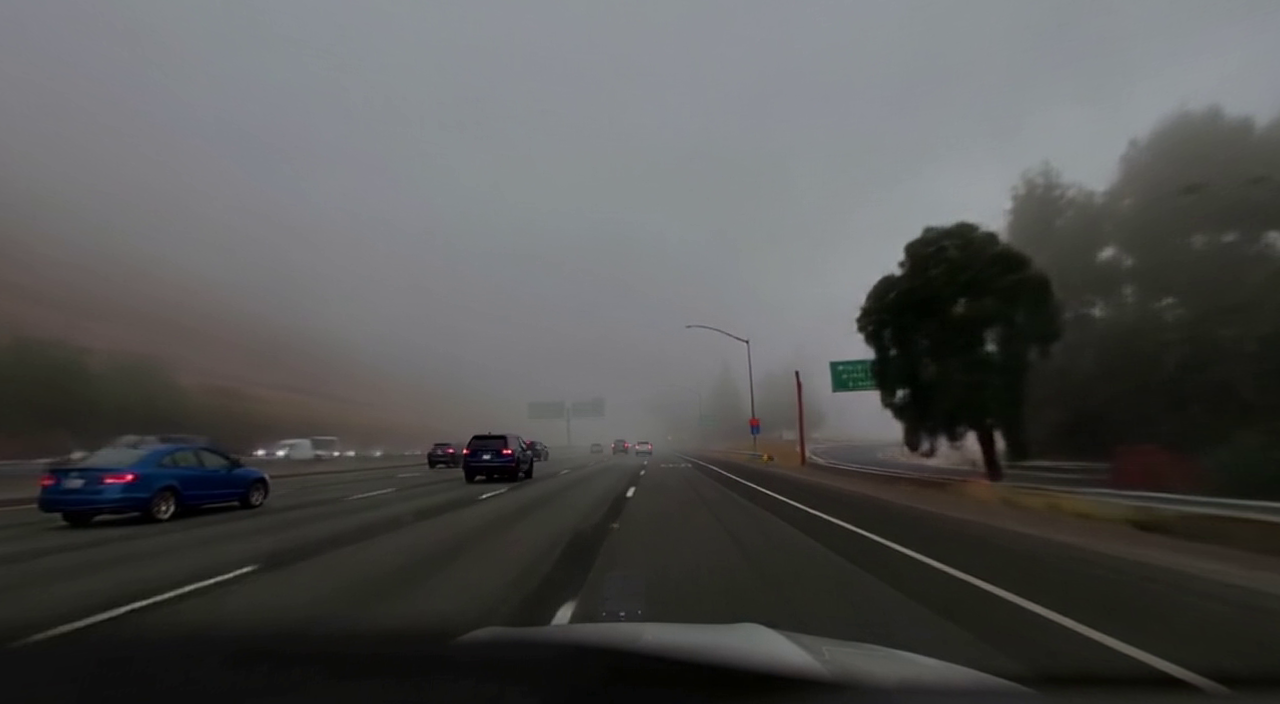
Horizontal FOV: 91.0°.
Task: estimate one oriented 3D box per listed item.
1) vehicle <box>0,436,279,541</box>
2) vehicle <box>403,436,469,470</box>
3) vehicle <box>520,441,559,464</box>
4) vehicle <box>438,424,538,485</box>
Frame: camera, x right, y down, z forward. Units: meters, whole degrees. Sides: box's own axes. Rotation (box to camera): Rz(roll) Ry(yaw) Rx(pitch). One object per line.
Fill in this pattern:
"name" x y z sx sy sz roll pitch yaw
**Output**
"vehicle" -9.232 2.371 11.707 1.984 1.508 4.935 0 -9 2
"vehicle" -11.794 5.878 36.775 2.079 1.822 4.893 0 -9 2
"vehicle" -7.578 7.593 47.688 2.069 1.636 4.483 0 -9 2
"vehicle" -5.364 3.704 22.990 2.219 1.947 4.924 0 -9 2
